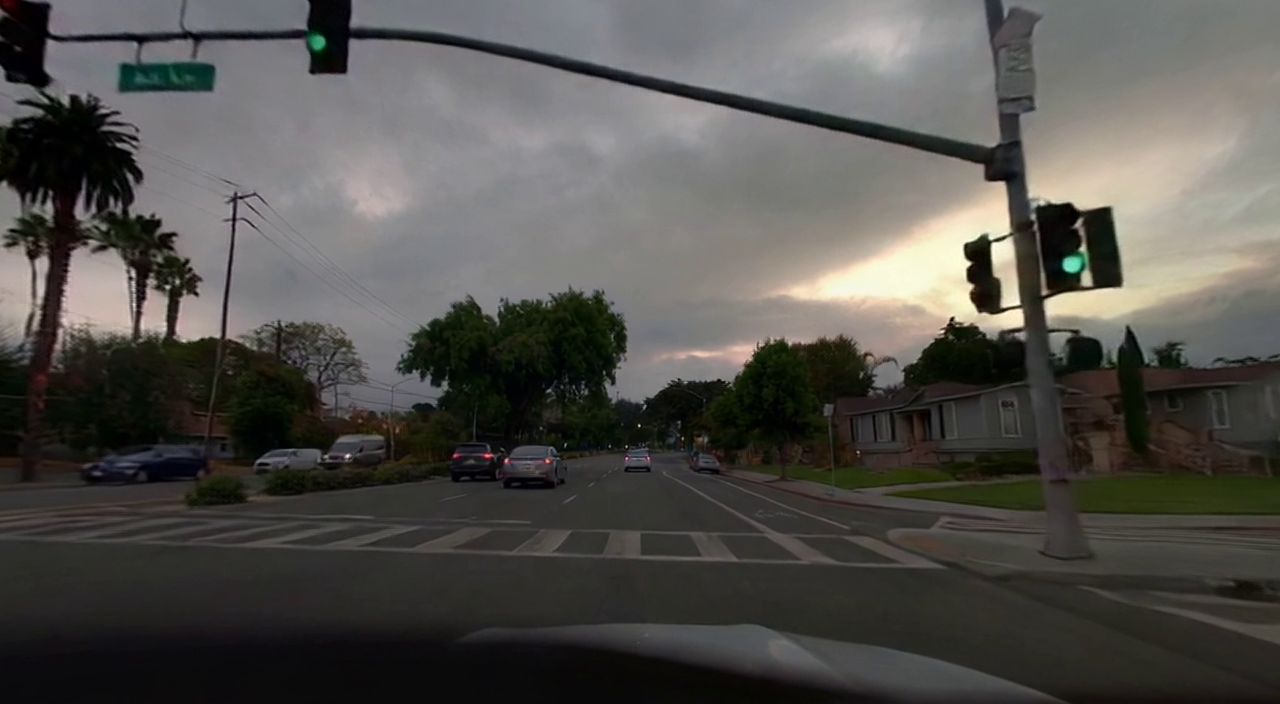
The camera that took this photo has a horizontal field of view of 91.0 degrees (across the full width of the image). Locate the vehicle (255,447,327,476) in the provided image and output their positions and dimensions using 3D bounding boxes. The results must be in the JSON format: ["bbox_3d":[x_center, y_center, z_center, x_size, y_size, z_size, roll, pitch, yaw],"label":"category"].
[{"bbox_3d":[-25.444,7.967,46.149,2.116,1.947,5.507,0,-9,-1],"label":"vehicle"}]

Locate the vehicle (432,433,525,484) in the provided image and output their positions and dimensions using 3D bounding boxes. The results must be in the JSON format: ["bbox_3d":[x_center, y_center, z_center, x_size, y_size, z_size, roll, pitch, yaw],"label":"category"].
[{"bbox_3d":[-7.139,4.825,28.790,2.457,2.010,6.330,0,-9,1],"label":"vehicle"}]

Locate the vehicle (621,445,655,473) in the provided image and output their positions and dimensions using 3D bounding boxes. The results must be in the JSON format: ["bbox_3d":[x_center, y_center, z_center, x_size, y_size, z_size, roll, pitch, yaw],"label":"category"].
[{"bbox_3d":[-0.129,7.582,44.793,2.280,1.803,4.240,1,-9,-1],"label":"vehicle"}]

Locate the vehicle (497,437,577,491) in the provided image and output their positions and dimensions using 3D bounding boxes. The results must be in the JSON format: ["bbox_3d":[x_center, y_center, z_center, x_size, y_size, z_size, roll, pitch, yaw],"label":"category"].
[{"bbox_3d":[-3.774,4.210,23.933,2.116,1.806,4.516,0,-9,2],"label":"vehicle"}]

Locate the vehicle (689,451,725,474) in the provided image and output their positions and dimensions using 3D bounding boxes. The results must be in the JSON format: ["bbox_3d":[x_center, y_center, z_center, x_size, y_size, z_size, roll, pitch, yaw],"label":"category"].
[{"bbox_3d":[4.872,8.115,46.424,1.994,1.507,4.173,1,-9,-3],"label":"vehicle"}]

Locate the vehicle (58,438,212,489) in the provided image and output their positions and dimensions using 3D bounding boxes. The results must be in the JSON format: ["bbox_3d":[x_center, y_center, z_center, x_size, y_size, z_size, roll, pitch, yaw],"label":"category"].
[{"bbox_3d":[-18.261,4.054,23.113,2.064,1.670,4.242,0,-9,0],"label":"vehicle"}]

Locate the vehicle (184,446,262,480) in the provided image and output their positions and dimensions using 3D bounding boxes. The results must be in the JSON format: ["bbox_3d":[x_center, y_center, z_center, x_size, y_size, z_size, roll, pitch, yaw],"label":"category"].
[{"bbox_3d":[-25.496,6.769,38.701,2.096,1.778,3.972,-4,-8,1],"label":"vehicle"}]

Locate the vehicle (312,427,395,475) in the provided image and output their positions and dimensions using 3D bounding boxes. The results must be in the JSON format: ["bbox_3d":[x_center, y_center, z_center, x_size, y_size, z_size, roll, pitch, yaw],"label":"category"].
[{"bbox_3d":[-17.808,6.197,39.570,2.331,2.714,5.872,0,-9,1],"label":"vehicle"}]
